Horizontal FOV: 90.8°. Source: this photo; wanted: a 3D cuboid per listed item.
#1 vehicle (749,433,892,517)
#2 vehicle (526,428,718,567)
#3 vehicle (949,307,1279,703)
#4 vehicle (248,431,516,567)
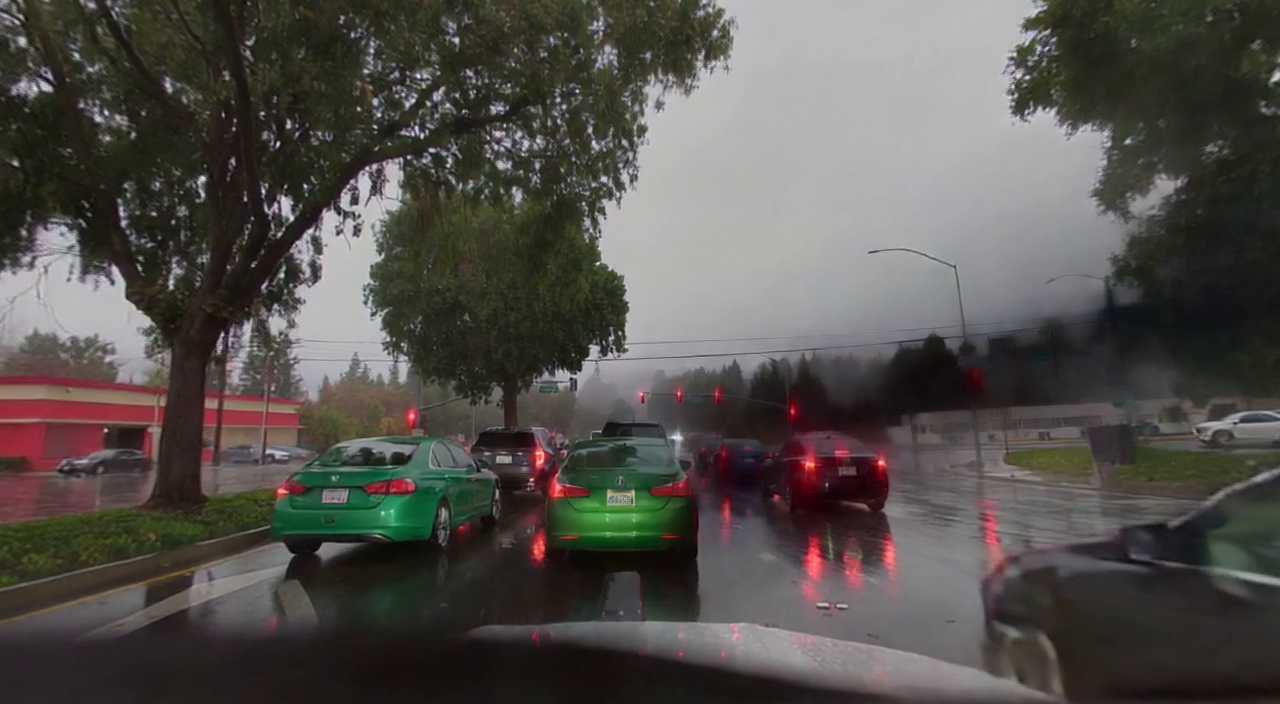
[{"bbox_3d":[3.553,2.478,13.271,1.880,1.476,3.932,0,-8,1],"label":"vehicle"},{"bbox_3d":[-0.202,1.837,8.706,2.041,1.450,3.847,0,-8,0],"label":"vehicle"},{"bbox_3d":[2.963,0.630,1.278,2.196,1.676,4.865,0,-8,0],"label":"vehicle"},{"bbox_3d":[-3.203,1.891,8.937,1.917,1.441,4.128,-1,-8,2],"label":"vehicle"}]
